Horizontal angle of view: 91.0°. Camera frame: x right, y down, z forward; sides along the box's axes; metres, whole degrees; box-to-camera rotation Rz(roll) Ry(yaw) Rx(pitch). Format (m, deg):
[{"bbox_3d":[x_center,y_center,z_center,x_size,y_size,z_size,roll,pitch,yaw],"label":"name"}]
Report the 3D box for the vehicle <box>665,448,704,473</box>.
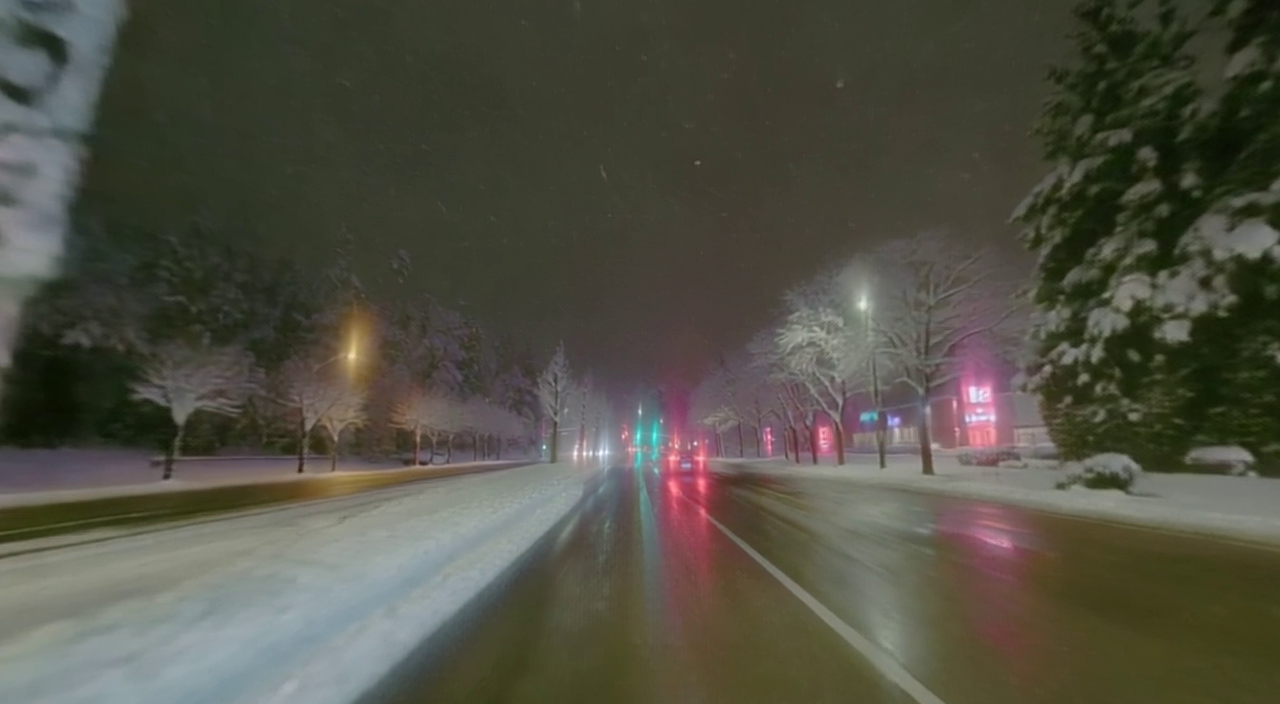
[{"bbox_3d":[2.782,6.876,40.124,2.015,1.479,4.444,0,-9,-2],"label":"vehicle"}]
